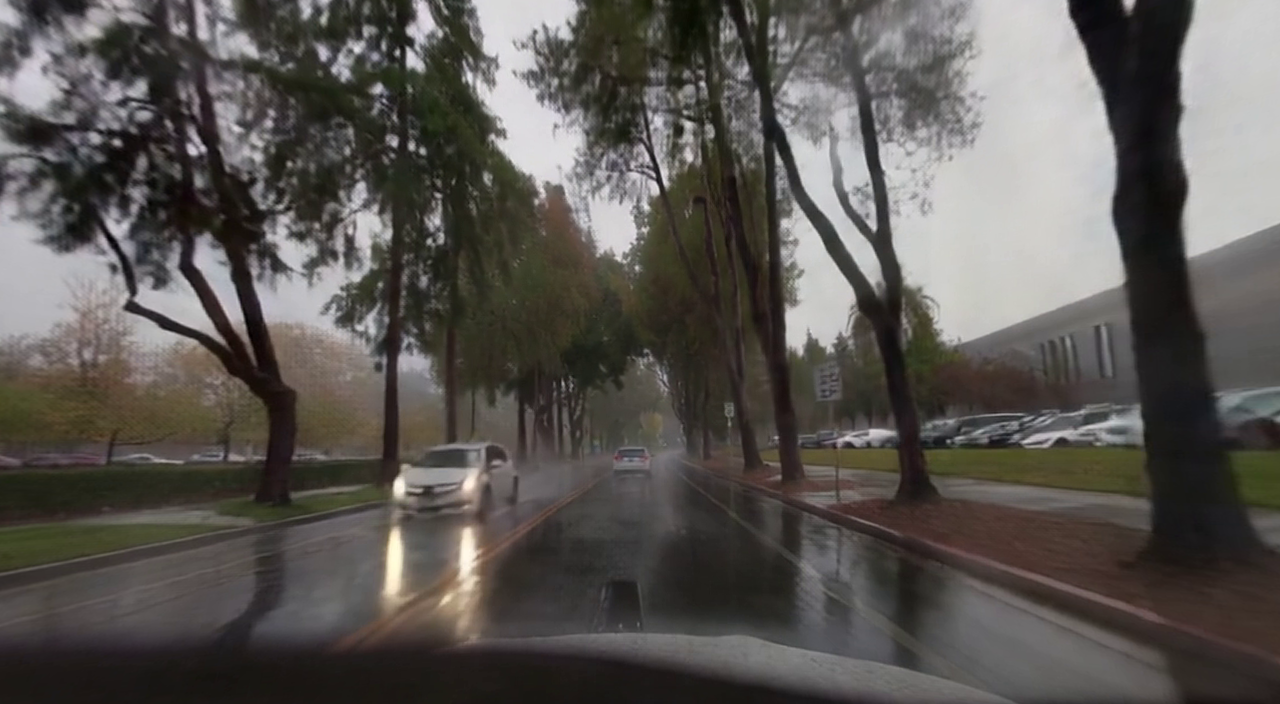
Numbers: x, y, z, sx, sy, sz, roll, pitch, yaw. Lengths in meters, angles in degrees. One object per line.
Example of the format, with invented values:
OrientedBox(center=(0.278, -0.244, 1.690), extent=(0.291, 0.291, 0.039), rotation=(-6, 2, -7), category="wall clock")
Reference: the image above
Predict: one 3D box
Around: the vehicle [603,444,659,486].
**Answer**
OrientedBox(center=(-0.287, 4.662, 26.532), extent=(2.152, 1.574, 4.223), rotation=(-1, -8, 2), category="vehicle")

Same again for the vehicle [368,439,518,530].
OrientedBox(center=(-4.185, 2.841, 14.177), extent=(2.078, 1.720, 3.822), rotation=(-1, -8, 1), category="vehicle")
